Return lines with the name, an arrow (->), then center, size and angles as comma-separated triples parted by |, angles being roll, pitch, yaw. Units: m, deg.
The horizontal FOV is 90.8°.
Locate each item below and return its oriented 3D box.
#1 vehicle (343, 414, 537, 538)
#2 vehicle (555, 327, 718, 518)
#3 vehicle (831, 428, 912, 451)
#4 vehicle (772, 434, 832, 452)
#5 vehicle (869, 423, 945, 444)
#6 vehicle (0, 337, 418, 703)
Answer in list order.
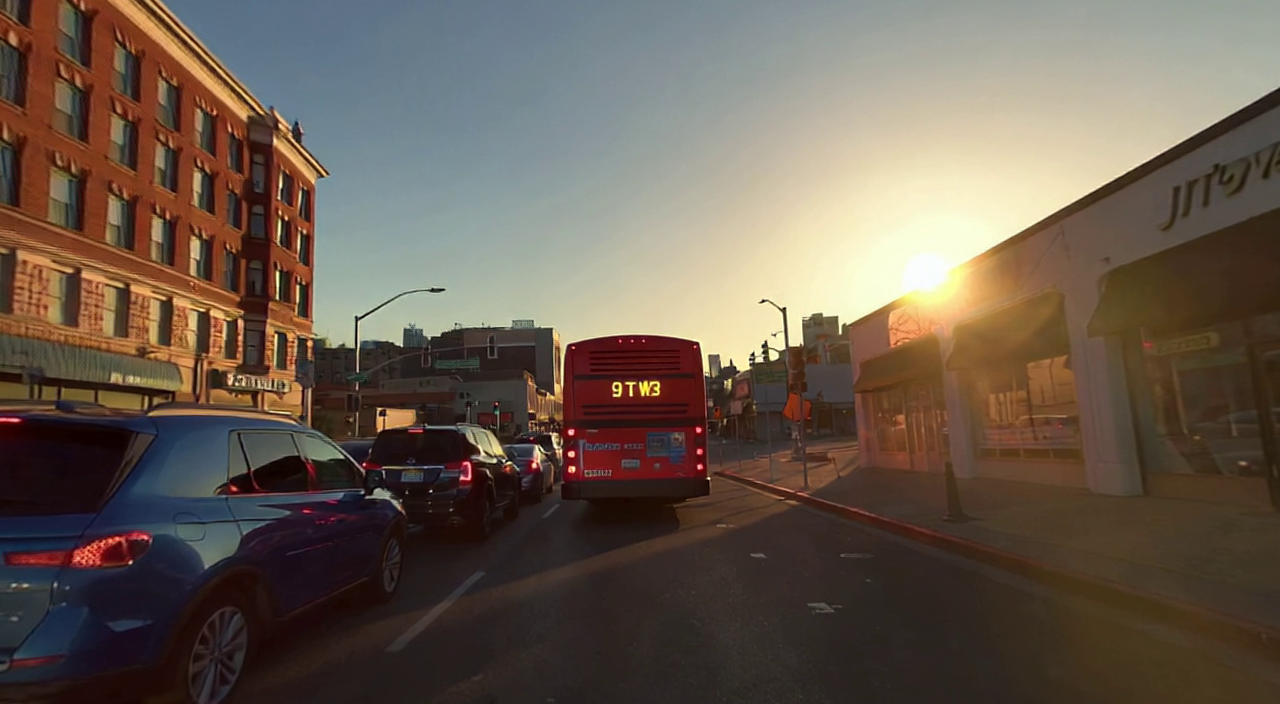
vehicle -> -3.348, 2.194, 11.775 | 2.096, 1.828, 4.669 | 0, -8, 0
vehicle -> -0.299, 1.994, 16.537 | 2.938, 3.468, 9.972 | 0, -8, -3
vehicle -> 15.626, 5.969, 42.893 | 4.774, 1.492, 1.802 | 0, -9, 3
vehicle -> 11.943, 6.730, 46.687 | 3.949, 1.337, 1.738 | 1, -9, -4
vehicle -> 19.933, 6.095, 47.203 | 4.827, 1.555, 1.863 | 1, -9, -6
vehicle -> -3.209, 1.090, 3.975 | 2.020, 1.725, 4.384 | 0, -8, 0
